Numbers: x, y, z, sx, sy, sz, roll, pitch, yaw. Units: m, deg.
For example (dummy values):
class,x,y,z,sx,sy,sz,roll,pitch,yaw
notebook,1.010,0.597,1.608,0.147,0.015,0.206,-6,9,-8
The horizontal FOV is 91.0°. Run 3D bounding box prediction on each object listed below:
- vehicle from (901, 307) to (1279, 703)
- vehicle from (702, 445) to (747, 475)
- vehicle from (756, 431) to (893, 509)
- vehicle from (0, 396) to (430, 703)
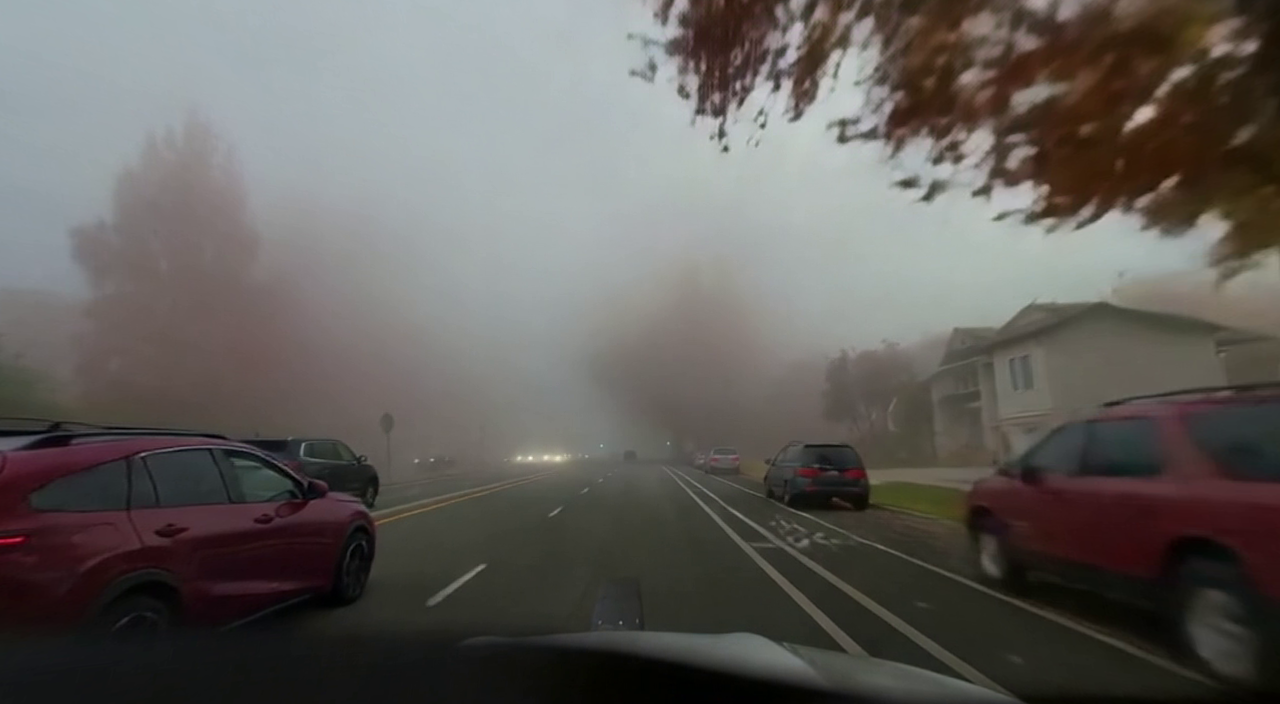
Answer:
class,x,y,z,sx,sy,sz,roll,pitch,yaw
vehicle,4.572,1.084,4.875,2.374,2.104,6.508,0,-9,1
vehicle,4.937,6.383,37.341,2.014,1.700,4.369,0,-9,-1
vehicle,4.820,3.216,17.552,2.164,1.793,5.671,0,-9,1
vehicle,-3.204,1.217,4.177,1.982,1.478,4.465,0,-9,1
